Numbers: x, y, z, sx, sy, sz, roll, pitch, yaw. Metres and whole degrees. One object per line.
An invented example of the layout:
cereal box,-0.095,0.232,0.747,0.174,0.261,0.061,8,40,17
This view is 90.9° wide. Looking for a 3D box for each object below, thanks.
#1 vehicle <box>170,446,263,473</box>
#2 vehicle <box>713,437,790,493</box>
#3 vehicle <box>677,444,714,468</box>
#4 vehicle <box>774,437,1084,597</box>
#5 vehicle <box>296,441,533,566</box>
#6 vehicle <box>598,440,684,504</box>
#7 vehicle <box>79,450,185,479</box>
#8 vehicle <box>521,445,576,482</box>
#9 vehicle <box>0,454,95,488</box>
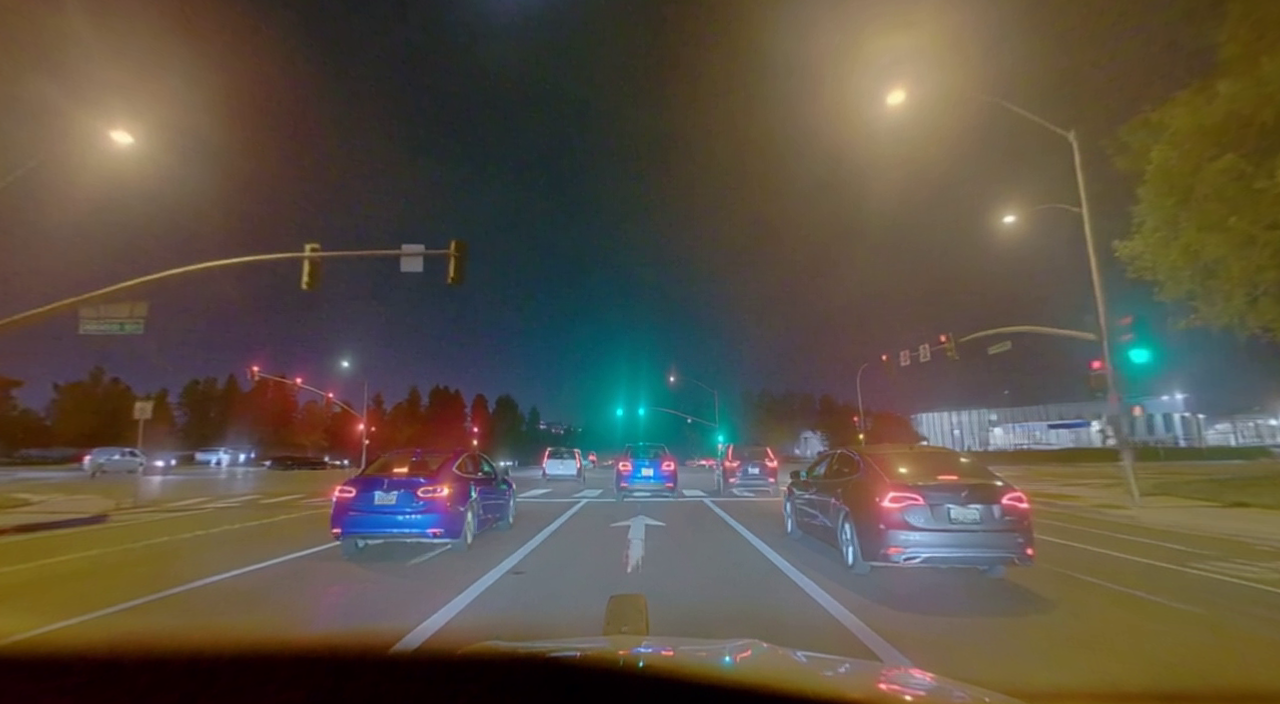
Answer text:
vehicle,-29.144,7.410,43.450,4.916,1.793,2.082,-1,-9,3
vehicle,3.754,3.868,21.945,1.938,1.732,4.006,0,-9,0
vehicle,4.005,7.532,45.875,2.138,1.624,4.417,0,-9,-2
vehicle,3.311,1.942,8.500,1.951,1.522,4.614,0,-8,-1
vehicle,-3.104,2.169,9.870,2.015,1.478,4.407,0,-8,1
vehicle,-0.044,3.330,17.904,2.144,1.563,4.218,0,-9,-2
vehicle,-30.260,6.675,37.652,4.427,1.629,2.213,-1,-9,2
vehicle,-4.271,5.037,28.904,2.089,1.537,4.073,2,-9,-14
vehicle,-29.720,5.764,30.613,4.551,1.533,2.070,-1,-9,2
